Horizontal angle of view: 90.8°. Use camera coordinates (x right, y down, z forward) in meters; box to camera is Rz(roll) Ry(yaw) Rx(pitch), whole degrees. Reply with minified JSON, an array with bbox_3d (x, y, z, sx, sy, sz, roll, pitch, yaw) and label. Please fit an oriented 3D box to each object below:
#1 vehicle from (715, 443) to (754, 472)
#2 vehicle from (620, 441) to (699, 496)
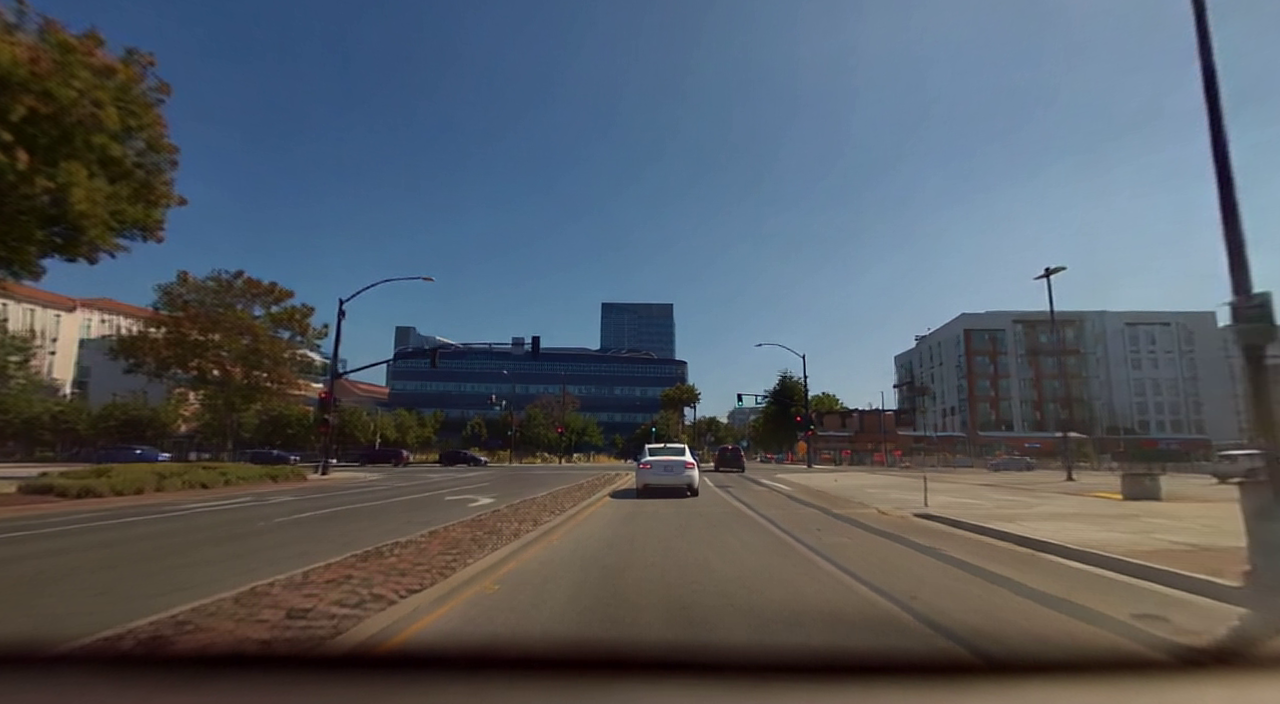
[{"bbox_3d":[6.322,7.105,42.692,2.092,1.851,4.913,0,-9,2],"label":"vehicle"},{"bbox_3d":[0.690,3.555,19.699,2.173,1.479,4.264,-1,-9,4],"label":"vehicle"}]
